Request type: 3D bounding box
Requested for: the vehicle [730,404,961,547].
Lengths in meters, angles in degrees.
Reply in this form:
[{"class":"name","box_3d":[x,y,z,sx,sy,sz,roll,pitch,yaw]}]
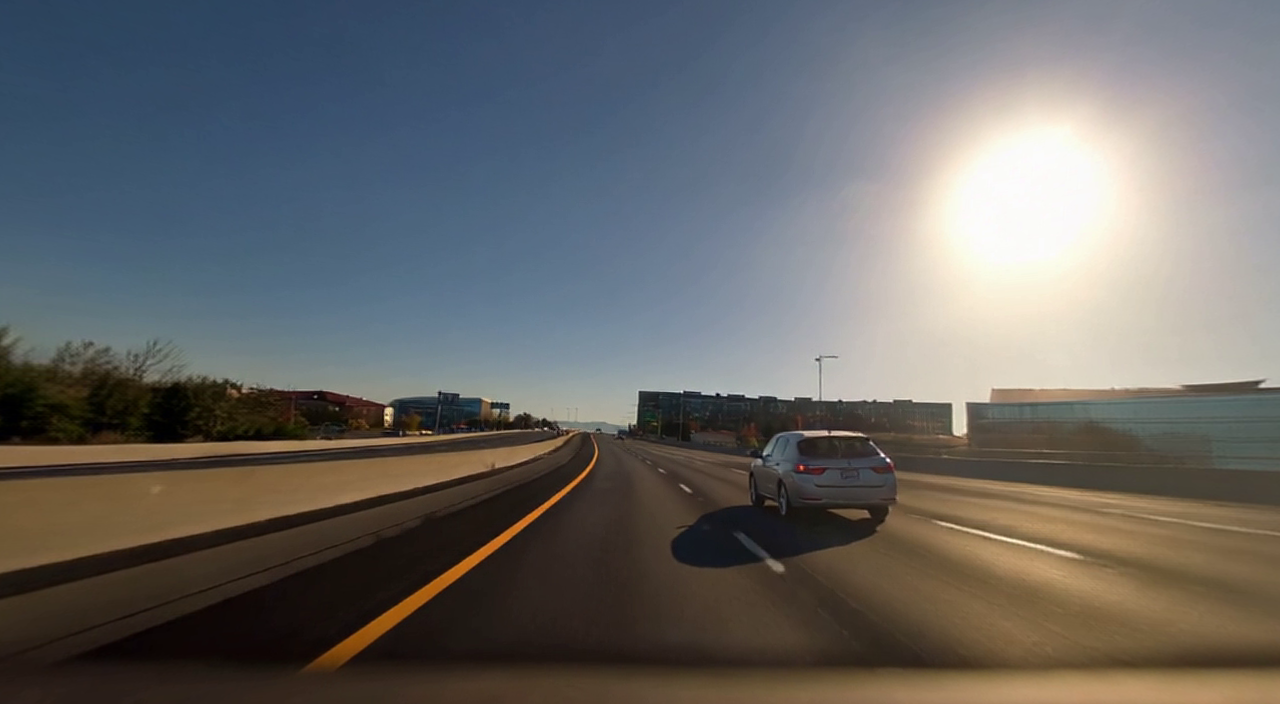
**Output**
[{"class":"vehicle","box_3d":[2.802,1.815,9.819,2.059,1.715,4.192,0,-8,-2]}]
